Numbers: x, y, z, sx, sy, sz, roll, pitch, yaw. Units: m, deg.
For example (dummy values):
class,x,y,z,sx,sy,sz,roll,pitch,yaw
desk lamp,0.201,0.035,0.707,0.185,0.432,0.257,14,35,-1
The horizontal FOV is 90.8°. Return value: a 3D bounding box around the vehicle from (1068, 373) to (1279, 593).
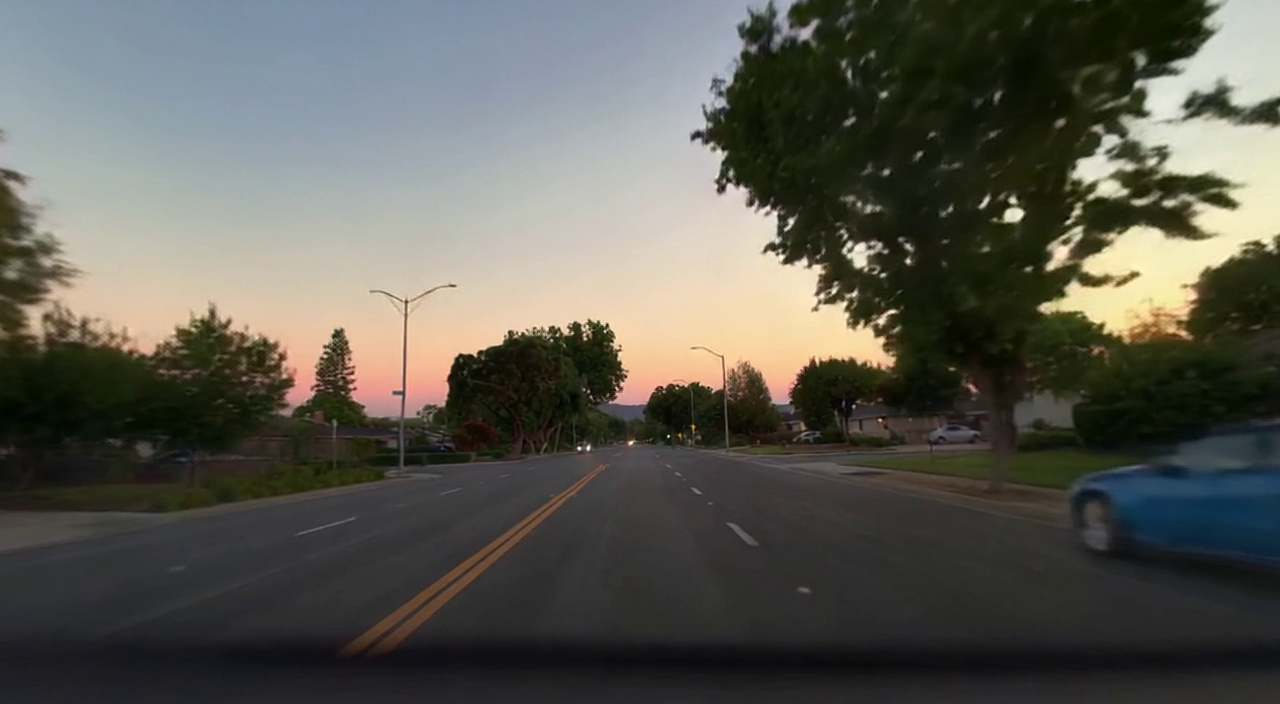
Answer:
class,x,y,z,sx,sy,sz,roll,pitch,yaw
vehicle,6.498,1.184,5.556,2.116,1.844,4.792,3,-8,0
